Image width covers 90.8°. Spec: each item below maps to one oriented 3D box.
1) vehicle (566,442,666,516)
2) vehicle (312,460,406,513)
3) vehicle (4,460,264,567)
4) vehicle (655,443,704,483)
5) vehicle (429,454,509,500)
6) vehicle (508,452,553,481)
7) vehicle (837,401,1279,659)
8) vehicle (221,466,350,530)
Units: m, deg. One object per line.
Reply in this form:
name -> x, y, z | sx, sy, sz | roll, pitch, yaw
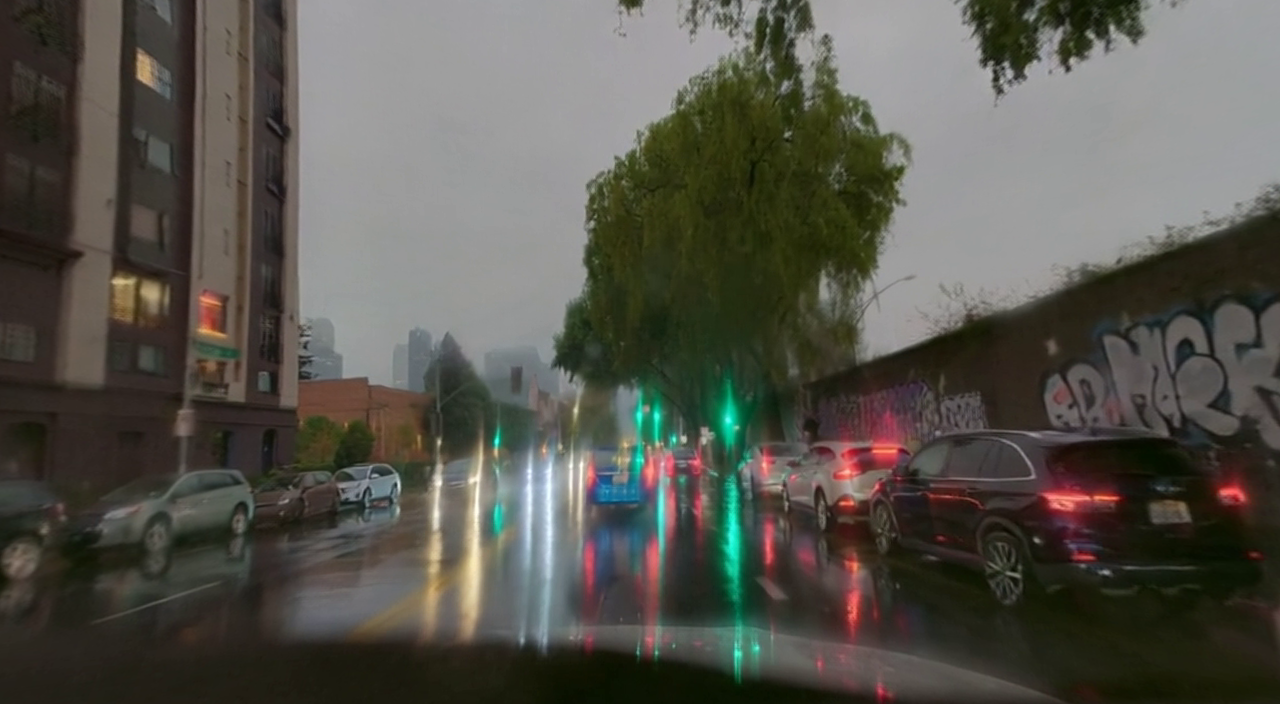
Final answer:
vehicle -> -0.529, 3.082, 15.907 | 2.166, 1.579, 4.300 | 0, -8, 0
vehicle -> -11.067, 5.259, 25.199 | 1.822, 1.639, 4.144 | -6, -8, 0
vehicle -> -10.923, 3.440, 14.234 | 2.276, 1.741, 4.439 | -4, -8, -1
vehicle -> 1.820, 5.296, 30.420 | 2.207, 1.761, 4.292 | 0, -8, 1
vehicle -> -6.615, 4.858, 24.929 | 1.906, 1.445, 4.490 | -4, -8, 0
vehicle -> -7.023, 7.412, 41.121 | 2.147, 1.747, 4.409 | 0, -8, 0
vehicle -> 4.217, 1.647, 7.190 | 2.097, 1.811, 5.230 | 0, -8, -2
vehicle -> -10.956, 4.492, 19.924 | 1.741, 1.506, 4.370 | -4, -8, -3
